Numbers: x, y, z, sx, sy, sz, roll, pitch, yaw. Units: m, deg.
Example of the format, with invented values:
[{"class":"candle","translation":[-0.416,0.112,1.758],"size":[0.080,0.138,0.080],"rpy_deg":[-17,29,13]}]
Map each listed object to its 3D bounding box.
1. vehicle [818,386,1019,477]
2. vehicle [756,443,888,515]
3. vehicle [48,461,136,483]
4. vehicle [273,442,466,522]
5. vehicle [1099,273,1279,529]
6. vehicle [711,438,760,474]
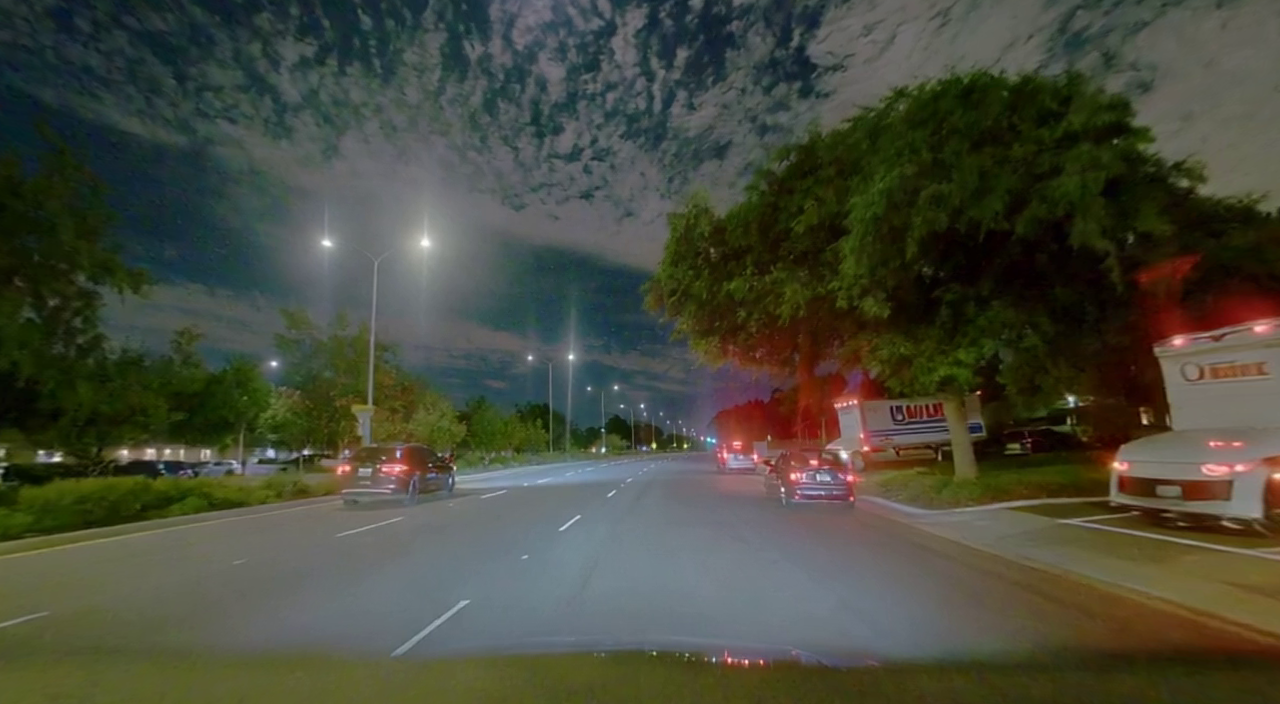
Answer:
[{"class":"vehicle","translation":[11.830,3.417,27.157],"size":[7.138,3.310,2.943],"rpy_deg":[-2,-9,-9]},{"class":"vehicle","translation":[3.969,2.816,14.568],"size":[1.849,1.393,4.377],"rpy_deg":[0,-8,2]},{"class":"vehicle","translation":[-42.472,9.318,48.965],"size":[4.603,1.577,2.157],"rpy_deg":[1,-8,-8]},{"class":"vehicle","translation":[-5.704,2.770,14.120],"size":[2.060,1.473,4.645],"rpy_deg":[0,-8,3]},{"class":"vehicle","translation":[11.909,0.856,9.529],"size":[8.495,3.147,2.773],"rpy_deg":[2,-9,-12]},{"class":"vehicle","translation":[4.861,5.366,32.715],"size":[2.064,1.697,4.718],"rpy_deg":[0,-8,3]}]
